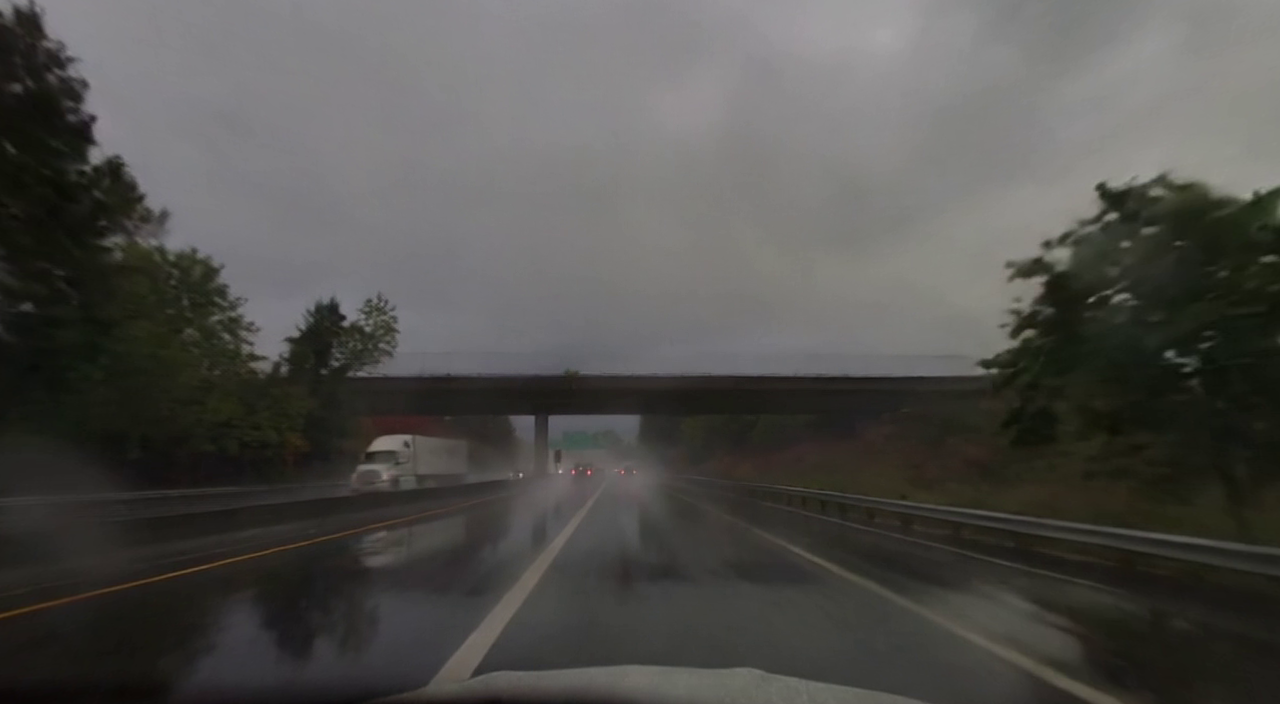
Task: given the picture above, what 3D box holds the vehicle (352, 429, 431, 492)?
[{"bbox_3d":[-17.072,7.563,43.724,3.032,3.979,5.796,1,-11,-2],"label":"vehicle"}]
